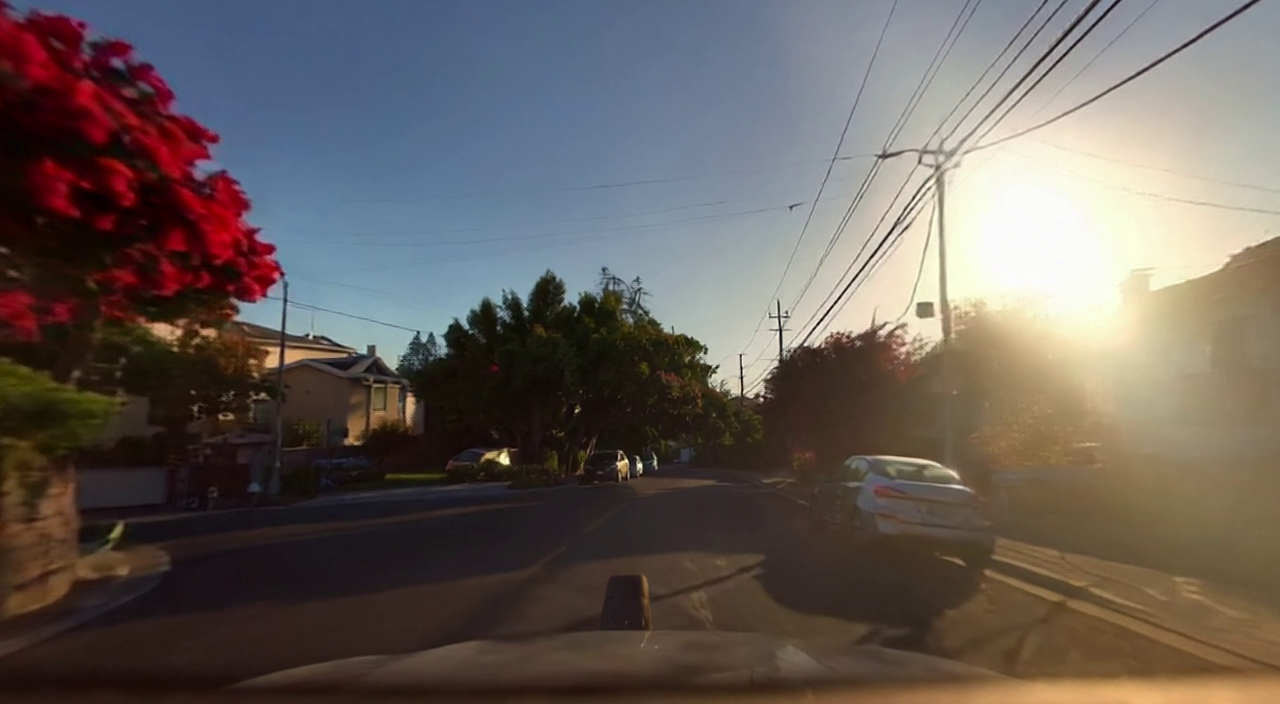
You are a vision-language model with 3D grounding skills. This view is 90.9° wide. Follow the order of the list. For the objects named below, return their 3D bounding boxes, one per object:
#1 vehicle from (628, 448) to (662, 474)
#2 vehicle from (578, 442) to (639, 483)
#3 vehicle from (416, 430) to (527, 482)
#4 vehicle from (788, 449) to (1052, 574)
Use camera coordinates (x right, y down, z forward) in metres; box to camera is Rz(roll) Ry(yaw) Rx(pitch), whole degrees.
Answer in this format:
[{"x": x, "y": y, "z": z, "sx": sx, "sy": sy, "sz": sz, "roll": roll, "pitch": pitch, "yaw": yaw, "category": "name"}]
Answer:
[{"x": 0.441, "y": 8.488, "z": 49.141, "sx": 2.139, "sy": 1.882, "sz": 4.635, "roll": -1, "pitch": -10, "yaw": 7, "category": "vehicle"}, {"x": -1.504, "y": 5.754, "z": 32.898, "sx": 2.463, "sy": 1.951, "sz": 5.794, "roll": -1, "pitch": -10, "yaw": 4, "category": "vehicle"}, {"x": -9.544, "y": 5.973, "z": 36.145, "sx": 5.828, "sy": 2.818, "sz": 2.231, "roll": 2, "pitch": -10, "yaw": -12, "category": "vehicle"}, {"x": 3.968, "y": 2.351, "z": 10.182, "sx": 2.151, "sy": 1.468, "sz": 5.066, "roll": 0, "pitch": -10, "yaw": 3, "category": "vehicle"}]
